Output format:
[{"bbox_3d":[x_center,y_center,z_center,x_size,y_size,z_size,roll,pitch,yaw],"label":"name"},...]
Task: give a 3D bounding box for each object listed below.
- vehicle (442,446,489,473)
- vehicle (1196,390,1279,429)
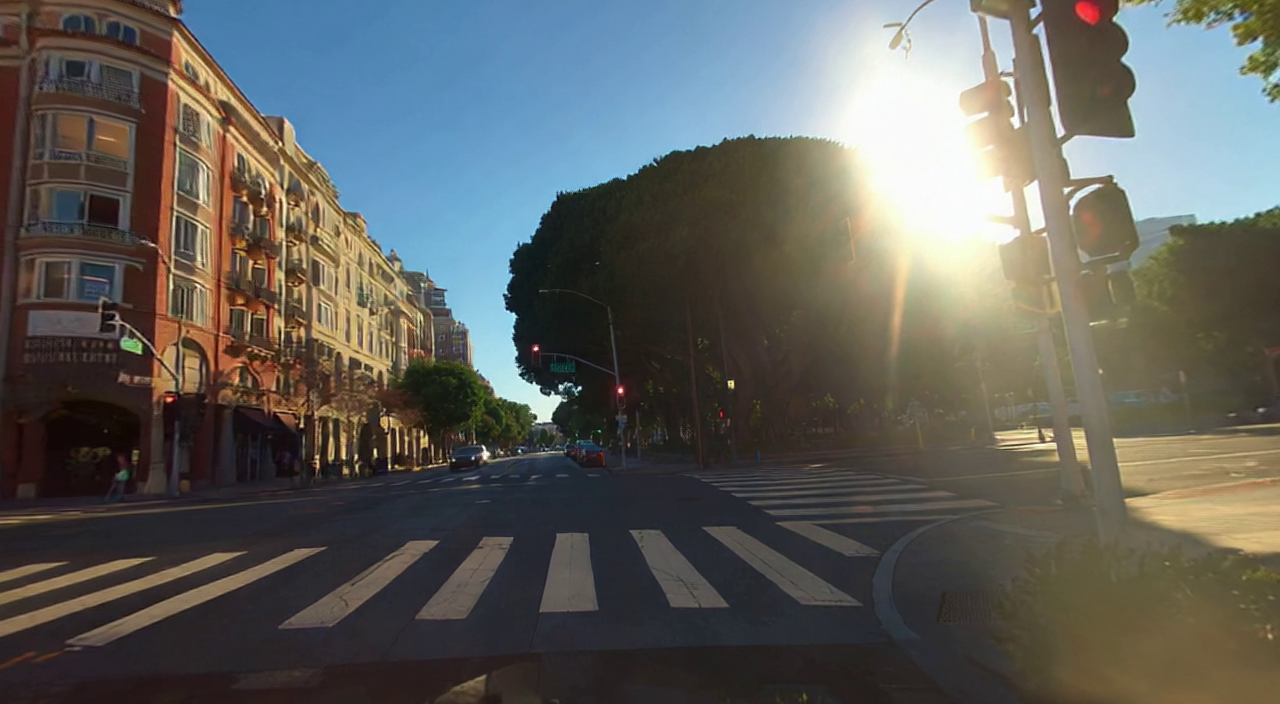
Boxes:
[{"bbox_3d":[-10.447,6.468,38.162,2.196,1.503,4.371,1,-9,-8],"label":"vehicle"},{"bbox_3d":[28.460,2.695,28.982,4.626,1.636,2.004,2,-9,-14],"label":"vehicle"}]
